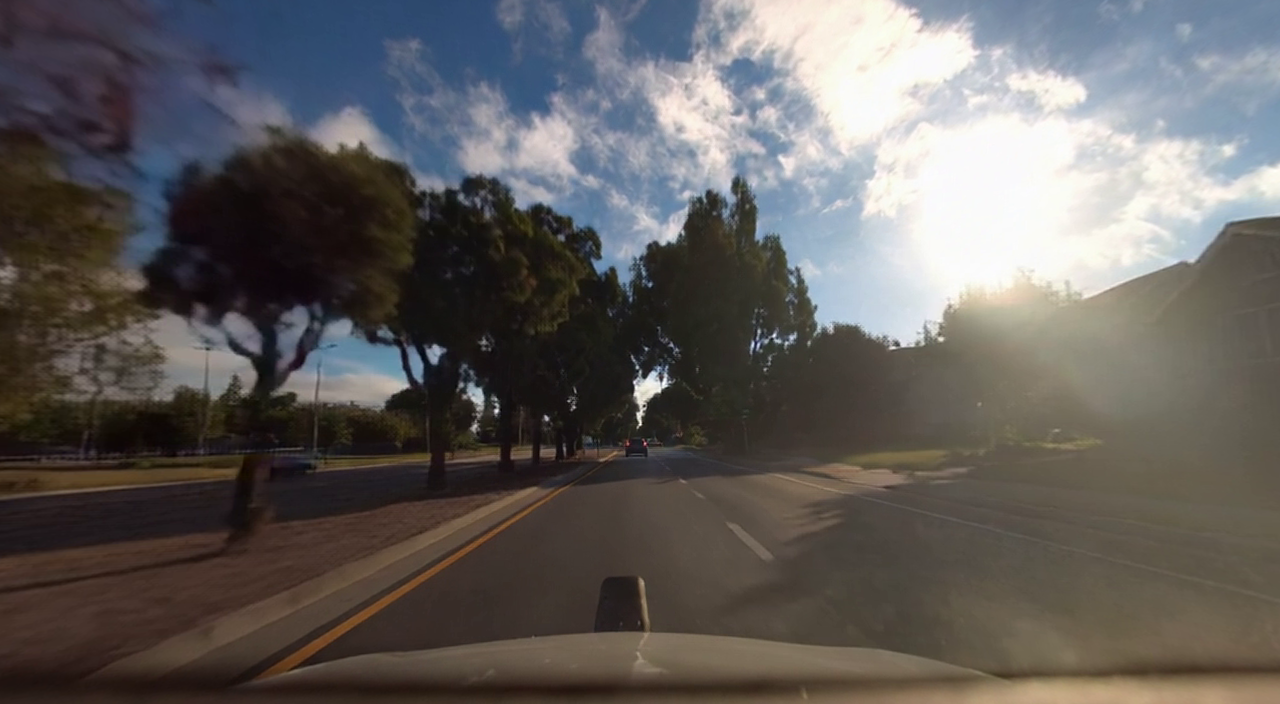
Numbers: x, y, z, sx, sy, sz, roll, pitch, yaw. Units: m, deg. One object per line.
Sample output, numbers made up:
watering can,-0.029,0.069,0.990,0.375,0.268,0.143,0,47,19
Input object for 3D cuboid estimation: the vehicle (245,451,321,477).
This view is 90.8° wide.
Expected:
vehicle,-21.749,6.809,38.711,1.968,1.467,4.567,0,-8,1
